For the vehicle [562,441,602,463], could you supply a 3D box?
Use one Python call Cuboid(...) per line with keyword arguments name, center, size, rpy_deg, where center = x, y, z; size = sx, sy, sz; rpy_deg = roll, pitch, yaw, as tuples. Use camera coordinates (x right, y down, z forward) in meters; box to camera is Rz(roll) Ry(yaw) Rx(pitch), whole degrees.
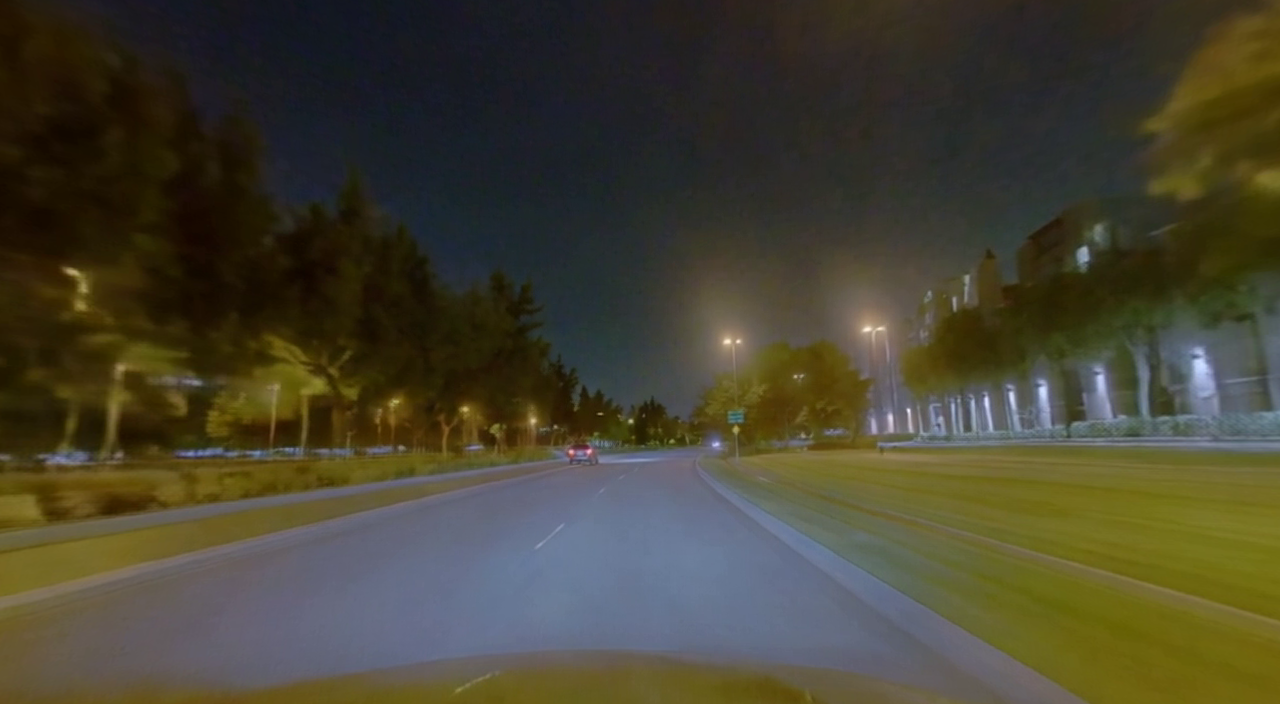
Cuboid(name="vehicle", center=(-4.027, 7.022, 44.364), size=(1.945, 1.461, 4.605), rpy_deg=(-1, -8, 5))
